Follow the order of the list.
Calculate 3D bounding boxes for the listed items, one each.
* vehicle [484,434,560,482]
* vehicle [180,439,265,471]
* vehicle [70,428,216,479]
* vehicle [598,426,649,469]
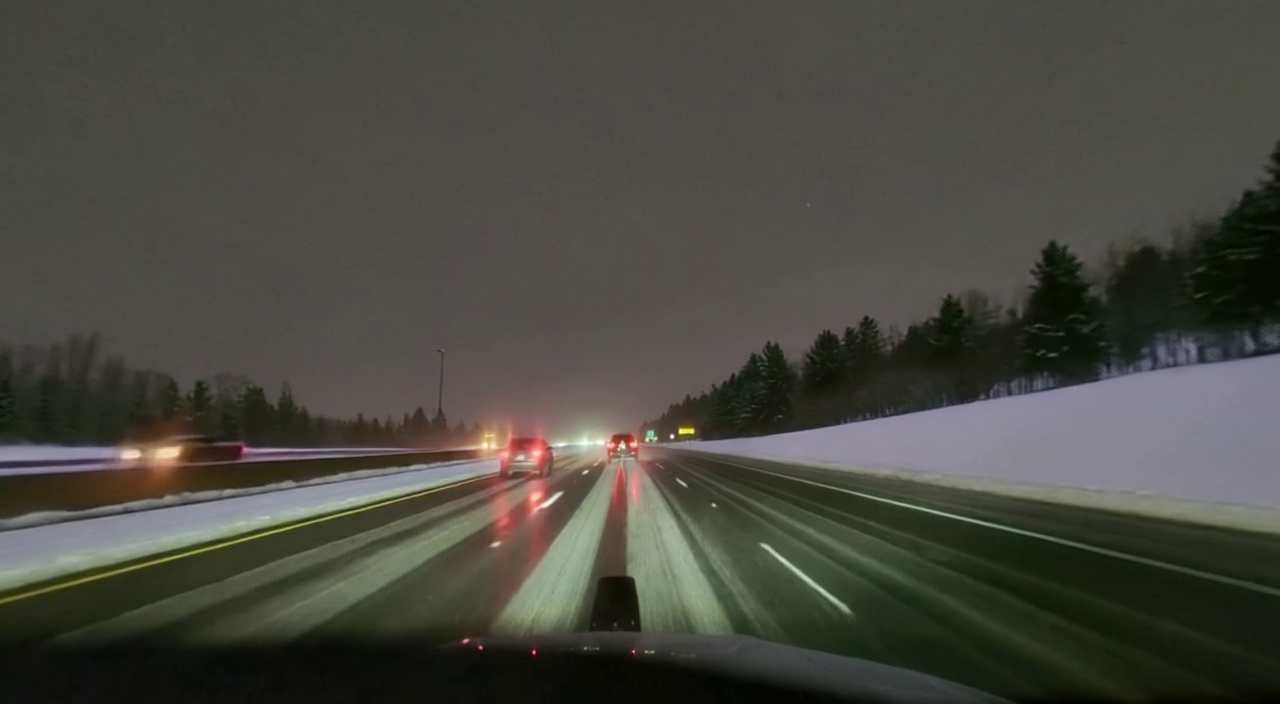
[{"bbox_3d":[-4.271,3.896,23.449,2.039,1.602,4.317,0,-8,-1],"label":"vehicle"},{"bbox_3d":[-20.178,4.960,30.590,1.891,1.445,3.374,0,-8,-2],"label":"vehicle"},{"bbox_3d":[-20.049,4.107,25.760,1.999,1.859,4.966,0,-8,-1],"label":"vehicle"},{"bbox_3d":[-0.819,4.829,31.850,2.382,1.973,4.439,0,-8,-1],"label":"vehicle"}]
